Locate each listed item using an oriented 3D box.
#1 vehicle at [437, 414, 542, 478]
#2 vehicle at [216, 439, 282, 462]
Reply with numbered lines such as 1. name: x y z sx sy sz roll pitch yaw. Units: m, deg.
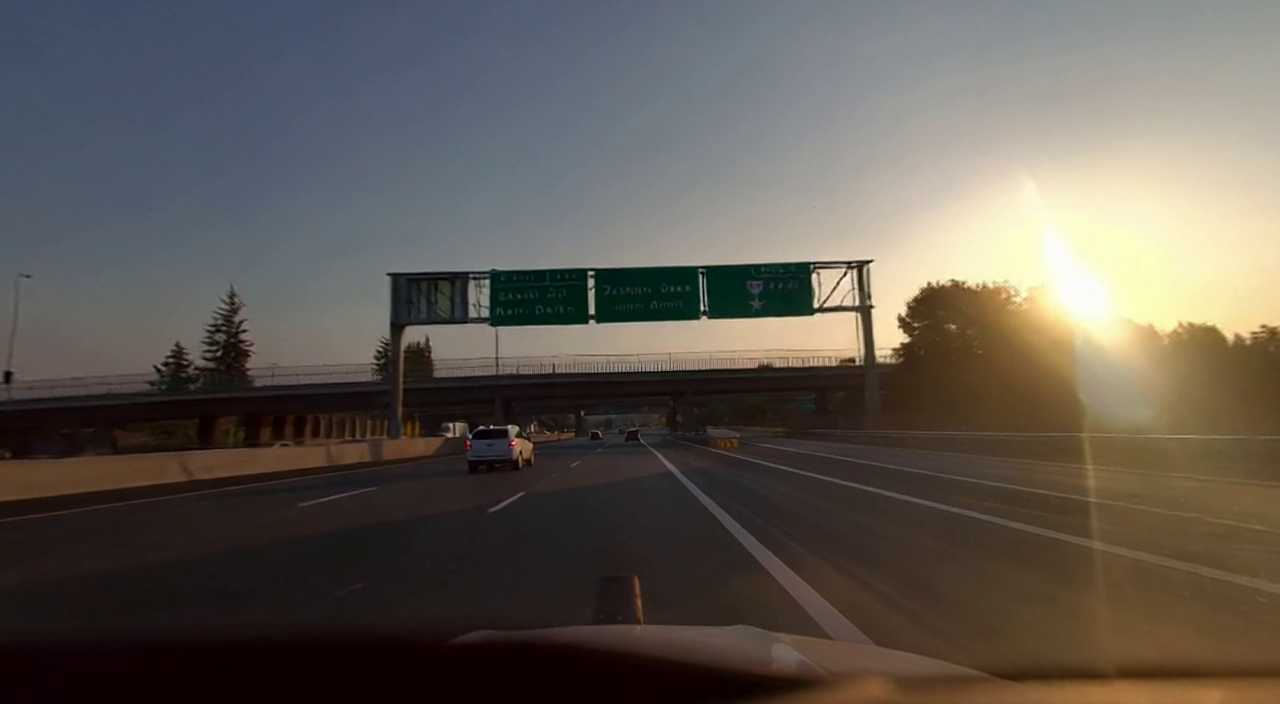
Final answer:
1. vehicle: -4.531 2.917 19.756 2.153 1.730 4.772 0 -8 0
2. vehicle: -27.177 6.848 43.848 1.819 1.503 4.311 0 -8 -1
